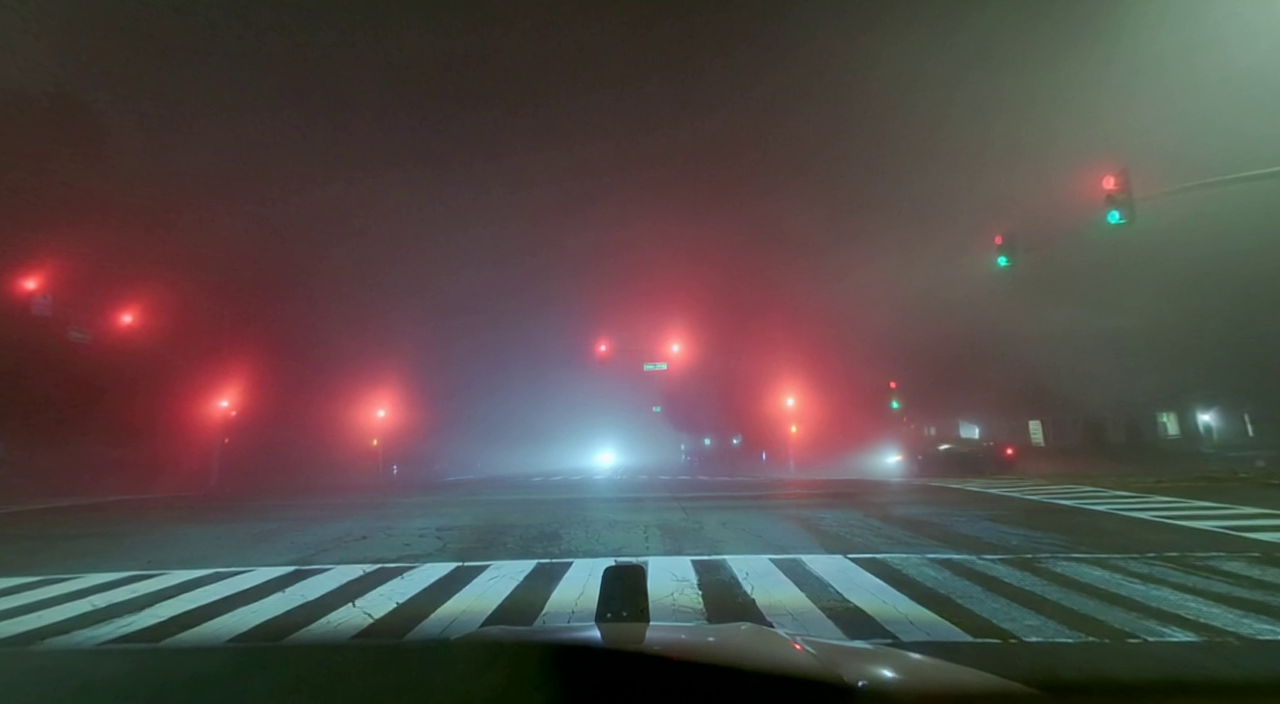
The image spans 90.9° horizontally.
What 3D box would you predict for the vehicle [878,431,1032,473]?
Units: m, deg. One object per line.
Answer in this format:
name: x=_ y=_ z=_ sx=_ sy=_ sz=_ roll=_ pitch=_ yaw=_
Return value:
vehicle: x=11.306 y=3.614 z=22.840 sx=4.562 sy=1.460 sz=1.822 roll=0 pitch=-8 yaw=-1
